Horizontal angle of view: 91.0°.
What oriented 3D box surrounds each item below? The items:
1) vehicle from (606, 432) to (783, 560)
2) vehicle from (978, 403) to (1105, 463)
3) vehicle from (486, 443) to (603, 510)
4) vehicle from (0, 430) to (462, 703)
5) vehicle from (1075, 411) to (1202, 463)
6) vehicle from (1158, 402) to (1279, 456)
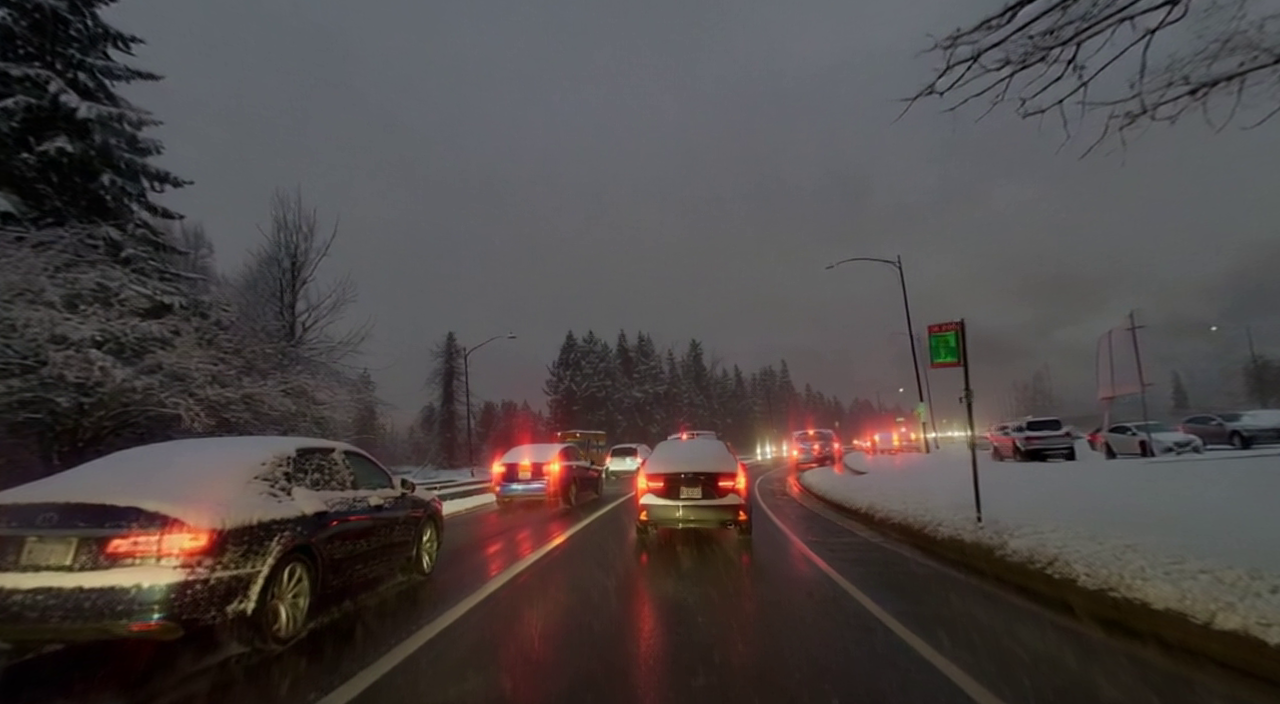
[{"bbox_3d":[0.815,2.064,9.794,2.142,1.528,4.133,-1,-9,5],"label":"vehicle"},{"bbox_3d":[14.271,2.984,22.759,2.288,1.933,4.612,-2,-9,12],"label":"vehicle"},{"bbox_3d":[-2.282,3.121,16.291,1.870,1.490,4.187,-1,-9,8],"label":"vehicle"},{"bbox_3d":[-3.232,1.498,5.458,1.940,1.502,4.241,-1,-9,3],"label":"vehicle"},{"bbox_3d":[17.427,3.009,22.285,1.803,1.518,3.893,-7,-9,12],"label":"vehicle"},{"bbox_3d":[20.251,2.673,21.723,1.902,1.529,3.937,-8,-9,12],"label":"vehicle"}]
